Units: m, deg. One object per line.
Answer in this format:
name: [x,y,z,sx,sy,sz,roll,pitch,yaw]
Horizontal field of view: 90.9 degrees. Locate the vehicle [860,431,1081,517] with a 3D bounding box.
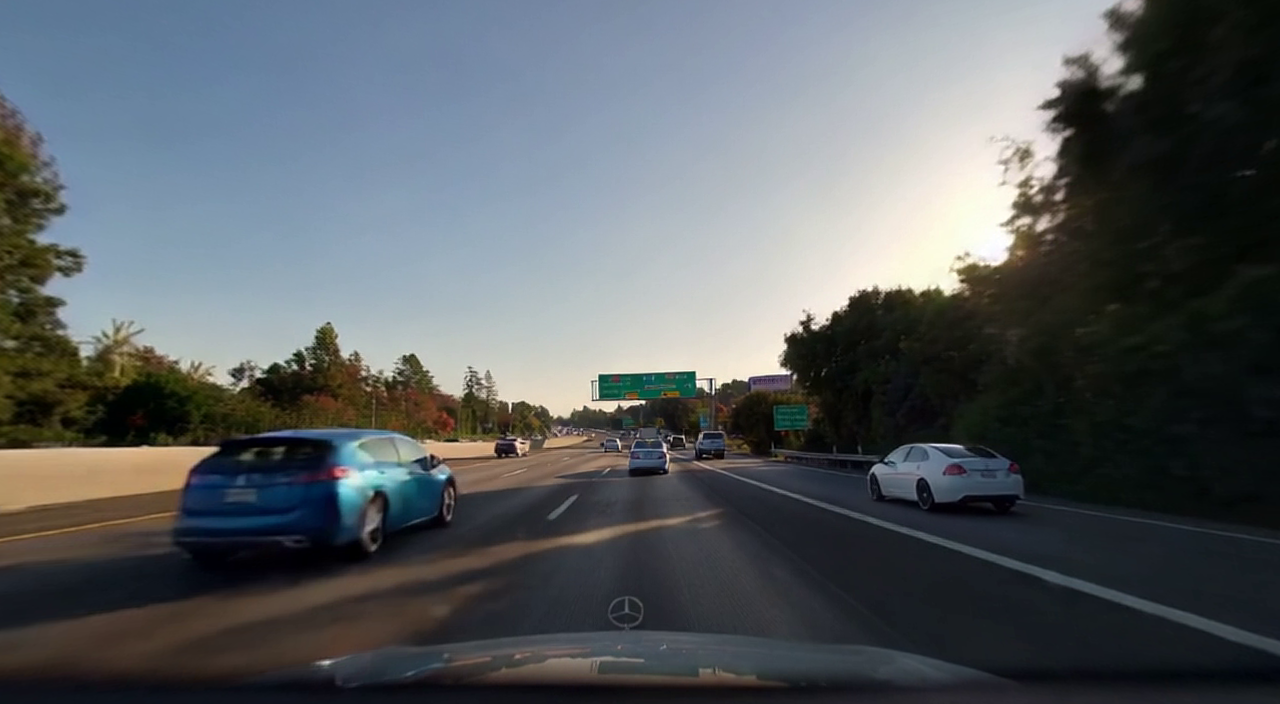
vehicle: [6.337,2.374,12.839,2.030,1.442,4.358,0,-8,-2]

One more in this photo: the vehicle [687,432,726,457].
vehicle: [4.803,6.805,46.437,2.261,1.781,4.709,0,-8,-1]

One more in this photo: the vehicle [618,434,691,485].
vehicle: [0.414,3.438,20.427,2.113,1.464,4.073,0,-8,0]

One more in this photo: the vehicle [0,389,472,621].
vehicle: [-3.561,1.422,6.964,1.927,1.586,5.142,0,-8,1]
